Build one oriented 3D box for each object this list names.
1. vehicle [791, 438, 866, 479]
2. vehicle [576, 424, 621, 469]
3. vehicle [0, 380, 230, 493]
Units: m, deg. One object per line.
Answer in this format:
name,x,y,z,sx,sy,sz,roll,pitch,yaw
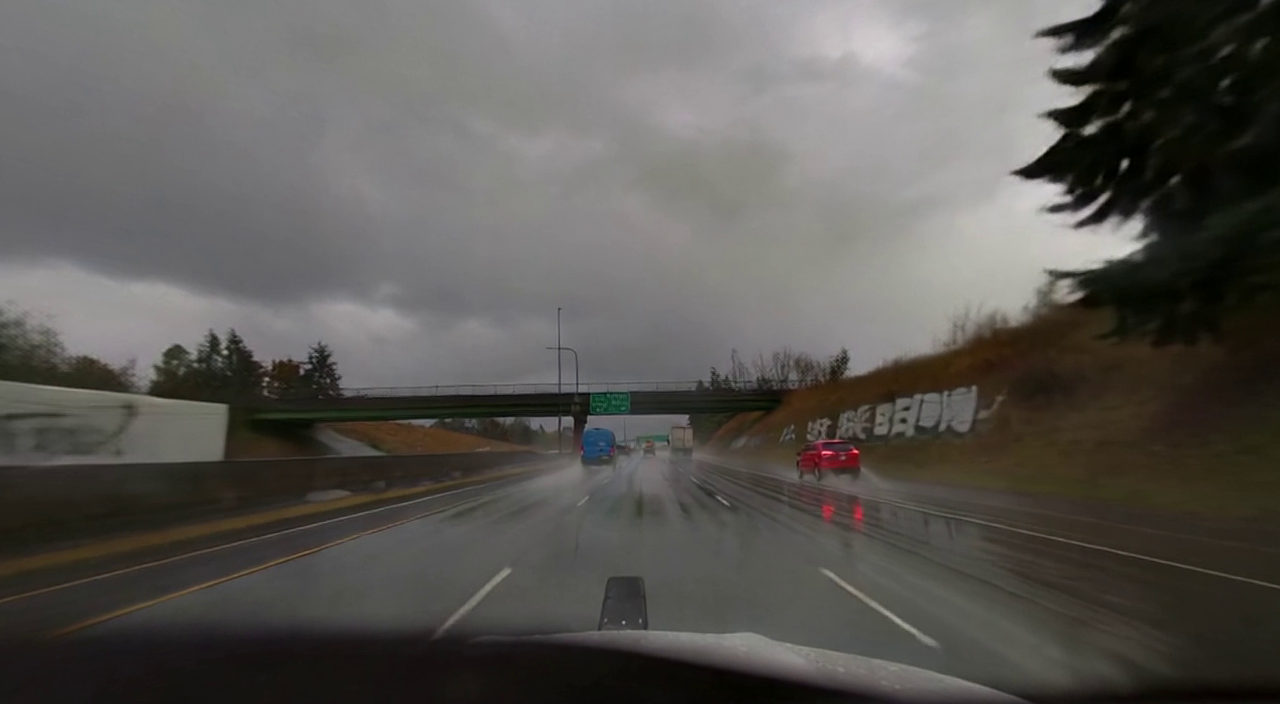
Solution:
vehicle,8.164,4.661,27.695,1.936,1.664,4.198,0,-9,0
vehicle,-2.541,6.069,40.299,2.451,2.627,5.868,0,-9,0
vehicle,-19.774,3.227,23.638,3.267,3.506,7.908,0,-9,1
